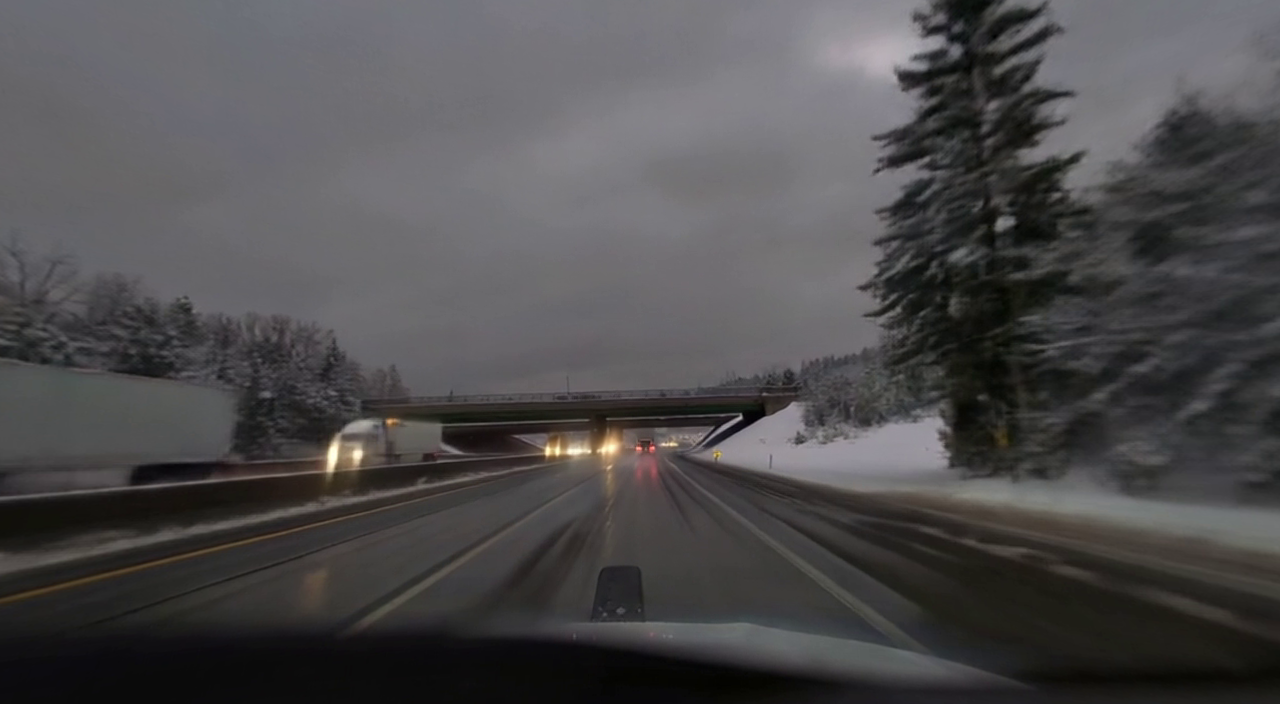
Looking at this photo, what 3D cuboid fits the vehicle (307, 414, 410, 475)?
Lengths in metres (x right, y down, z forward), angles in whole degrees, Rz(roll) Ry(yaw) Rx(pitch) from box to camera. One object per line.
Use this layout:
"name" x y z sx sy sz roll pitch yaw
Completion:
"vehicle" -20.888 7.019 47.745 2.990 4.070 10.171 0 -9 1

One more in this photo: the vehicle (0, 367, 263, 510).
"vehicle" -17.270 3.062 21.931 2.843 4.006 8.421 0 -9 1
